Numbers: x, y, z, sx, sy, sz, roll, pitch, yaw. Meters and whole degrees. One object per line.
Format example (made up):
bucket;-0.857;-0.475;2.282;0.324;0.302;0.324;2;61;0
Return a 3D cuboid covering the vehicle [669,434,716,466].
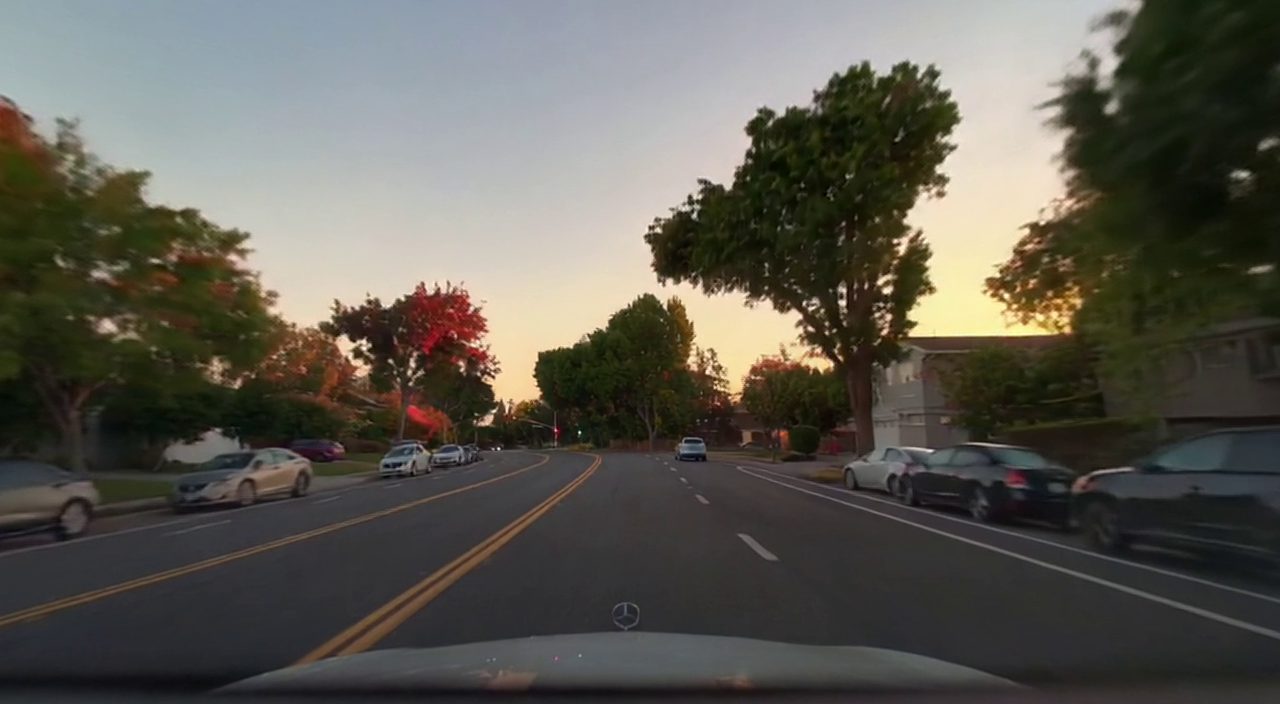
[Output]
vehicle;2.869;5.499;35.583;1.951;1.620;4.582;1;-8;-4

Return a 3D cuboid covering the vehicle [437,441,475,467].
vehicle;-13.487;7.475;46.562;2.146;1.806;4.733;1;-8;-9

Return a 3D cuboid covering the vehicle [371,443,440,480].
vehicle;-12.189;5.707;33.204;2.032;1.773;4.471;0;-8;-2

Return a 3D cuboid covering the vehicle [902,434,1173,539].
vehicle;7.385;2.511;12.638;1.900;1.634;5.232;0;-8;-2

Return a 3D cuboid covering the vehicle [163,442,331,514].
vehicle;-11.472;3.652;18.968;2.049;1.848;4.693;0;-8;-1

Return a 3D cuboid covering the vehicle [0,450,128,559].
vehicle;-11.574;2.601;10.873;1.921;1.770;4.265;0;-8;-1

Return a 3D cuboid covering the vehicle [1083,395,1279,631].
vehicle;7.301;1.590;6.262;2.081;2.286;4.941;0;-8;-1
